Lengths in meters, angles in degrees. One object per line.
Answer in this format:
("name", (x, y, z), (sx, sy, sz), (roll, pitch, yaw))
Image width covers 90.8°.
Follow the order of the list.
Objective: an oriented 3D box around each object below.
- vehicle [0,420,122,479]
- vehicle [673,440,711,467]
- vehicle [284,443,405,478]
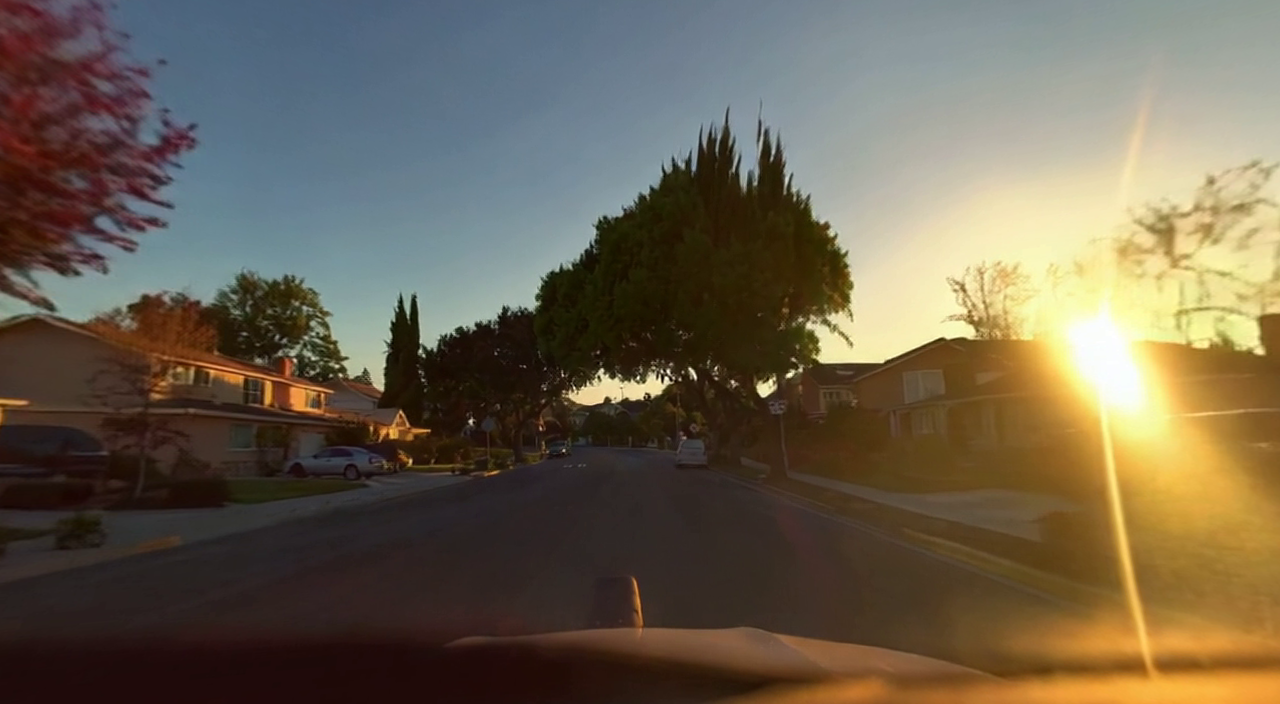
("vehicle", (-18.562, 2.942, 19.094), (4.093, 1.661, 1.765), (0, -8, -5))
("vehicle", (3.019, 6.011, 37.497), (1.975, 1.528, 4.000), (0, -9, 1))
("vehicle", (-13.476, 4.974, 29.066), (4.572, 1.522, 1.999), (0, -9, -4))
